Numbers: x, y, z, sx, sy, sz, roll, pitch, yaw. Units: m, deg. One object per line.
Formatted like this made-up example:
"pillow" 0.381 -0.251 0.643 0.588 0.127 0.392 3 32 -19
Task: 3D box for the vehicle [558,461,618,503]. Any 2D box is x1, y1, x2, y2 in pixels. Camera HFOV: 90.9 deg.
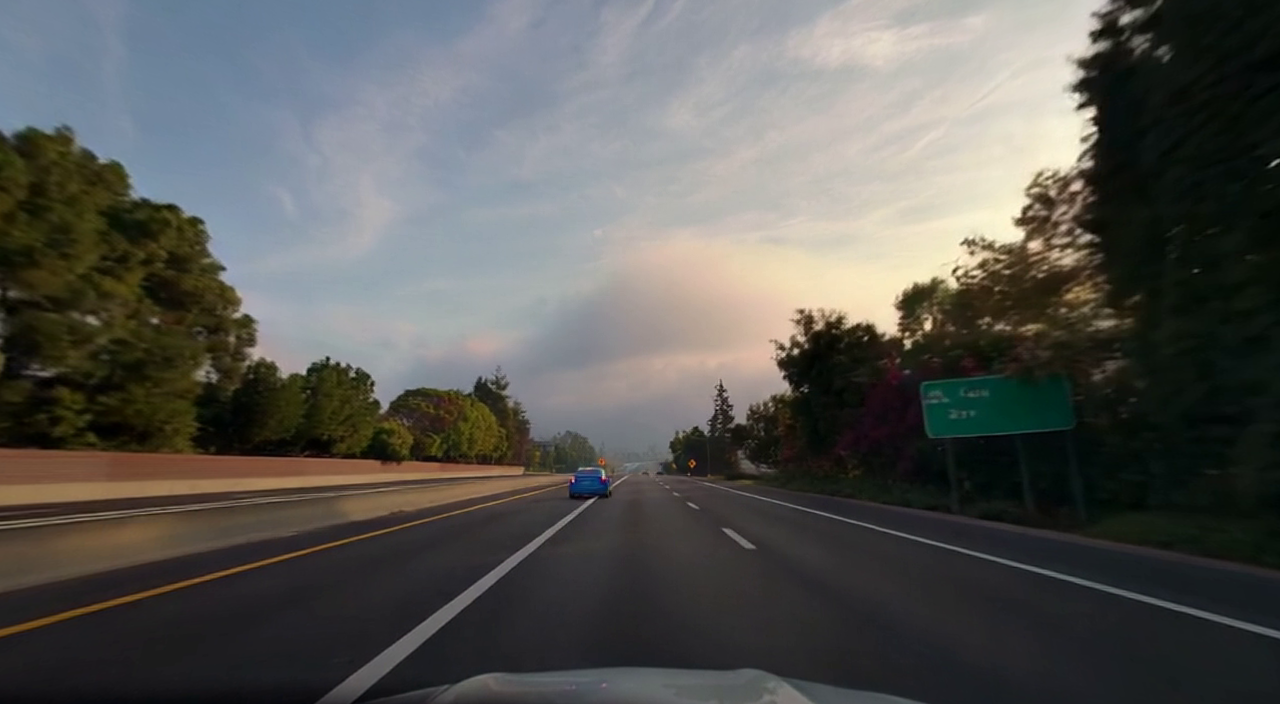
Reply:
"vehicle" -2.066 5.311 25.996 2.016 1.530 4.009 1 -10 1
